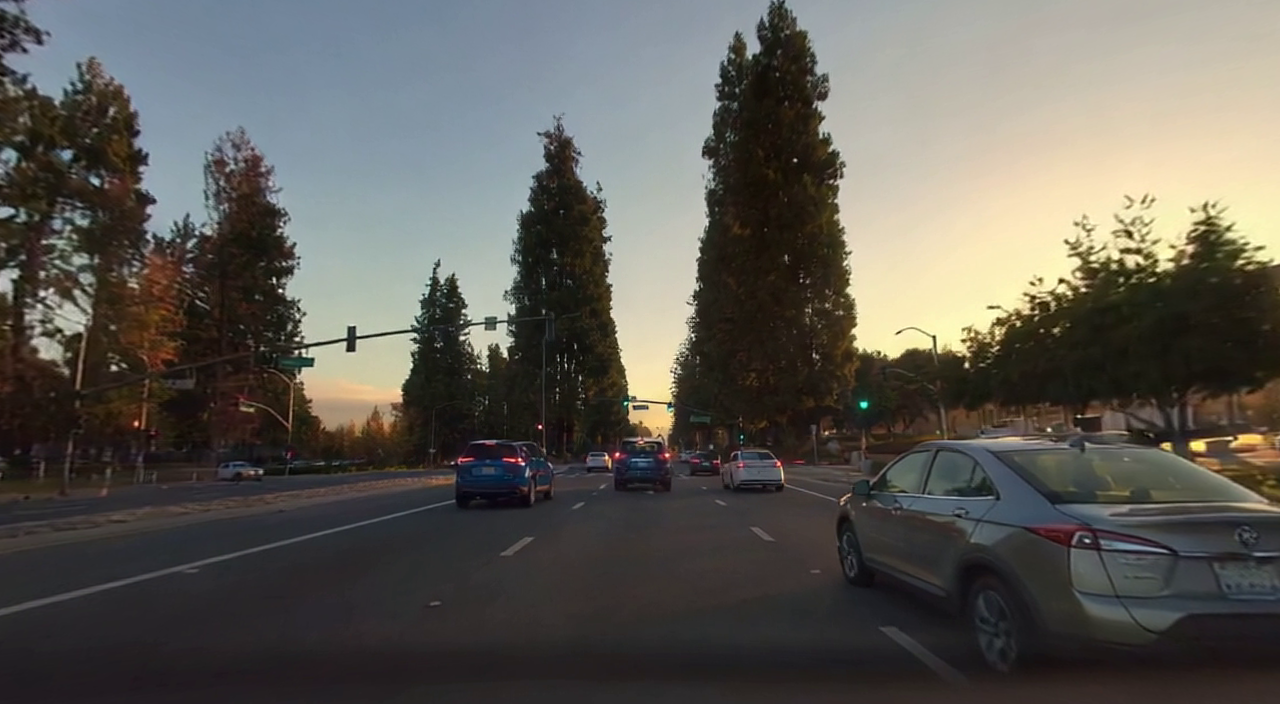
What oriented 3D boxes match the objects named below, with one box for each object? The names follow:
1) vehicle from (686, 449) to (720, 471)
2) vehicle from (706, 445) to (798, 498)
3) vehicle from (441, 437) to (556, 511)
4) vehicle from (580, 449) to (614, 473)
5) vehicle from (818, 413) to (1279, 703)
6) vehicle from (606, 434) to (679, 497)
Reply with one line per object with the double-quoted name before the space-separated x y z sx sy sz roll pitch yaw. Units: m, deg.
"vehicle" 4.373 7.579 44.471 1.996 1.443 4.270 0 -8 0
"vehicle" 3.476 3.807 20.597 2.036 1.480 4.659 0 -8 -2
"vehicle" -3.588 3.164 16.894 2.039 1.709 4.265 0 -8 1
"vehicle" -2.785 7.225 42.108 1.897 1.479 4.204 0 -8 1
"vehicle" 3.110 1.364 5.200 1.976 1.491 4.427 0 -8 0
"vehicle" 0.083 3.666 20.821 2.132 1.816 4.471 0 -8 0
